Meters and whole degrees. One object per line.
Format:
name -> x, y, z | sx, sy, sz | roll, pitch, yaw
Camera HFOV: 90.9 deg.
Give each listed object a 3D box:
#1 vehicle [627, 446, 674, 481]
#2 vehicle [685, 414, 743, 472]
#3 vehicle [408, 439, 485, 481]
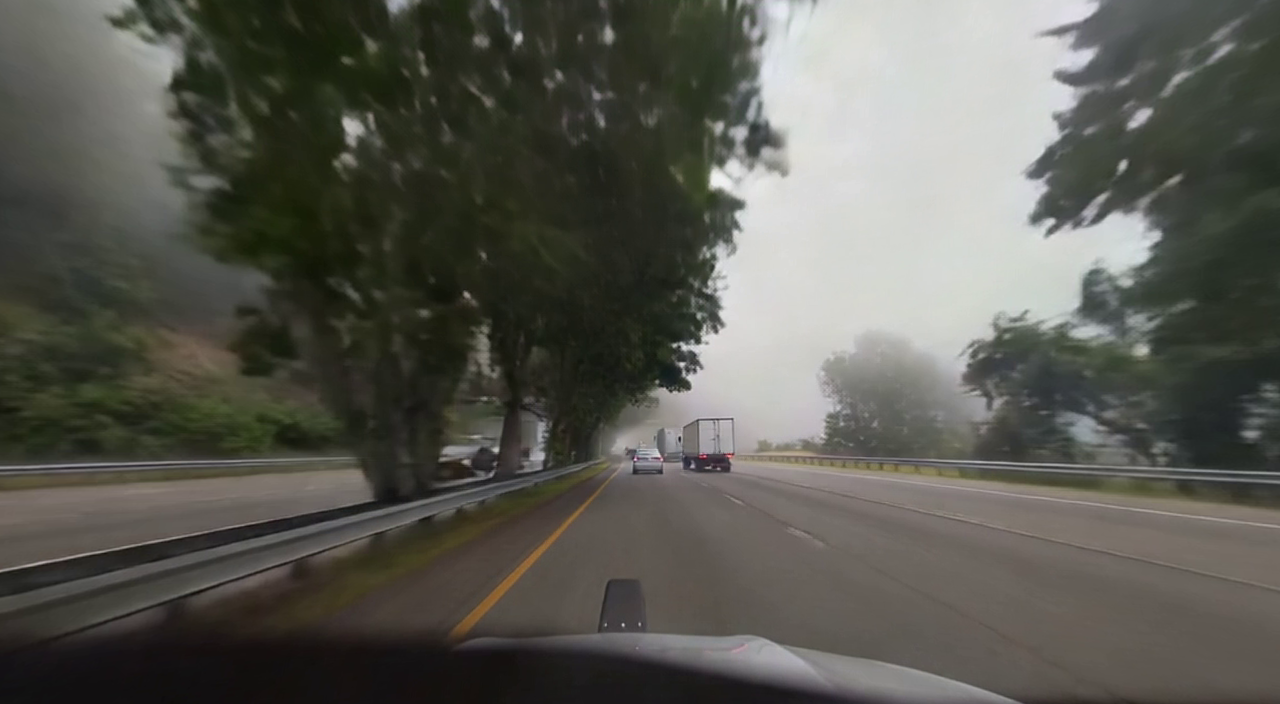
vehicle -> 0.449, 5.193, 29.746 | 2.069, 1.523, 4.012 | 0, -9, -1
vehicle -> 4.500, 5.755, 39.794 | 2.600, 3.282, 7.635 | 0, -9, -1
vehicle -> -8.480, 4.759, 28.060 | 2.044, 1.696, 4.248 | 0, -9, 0
